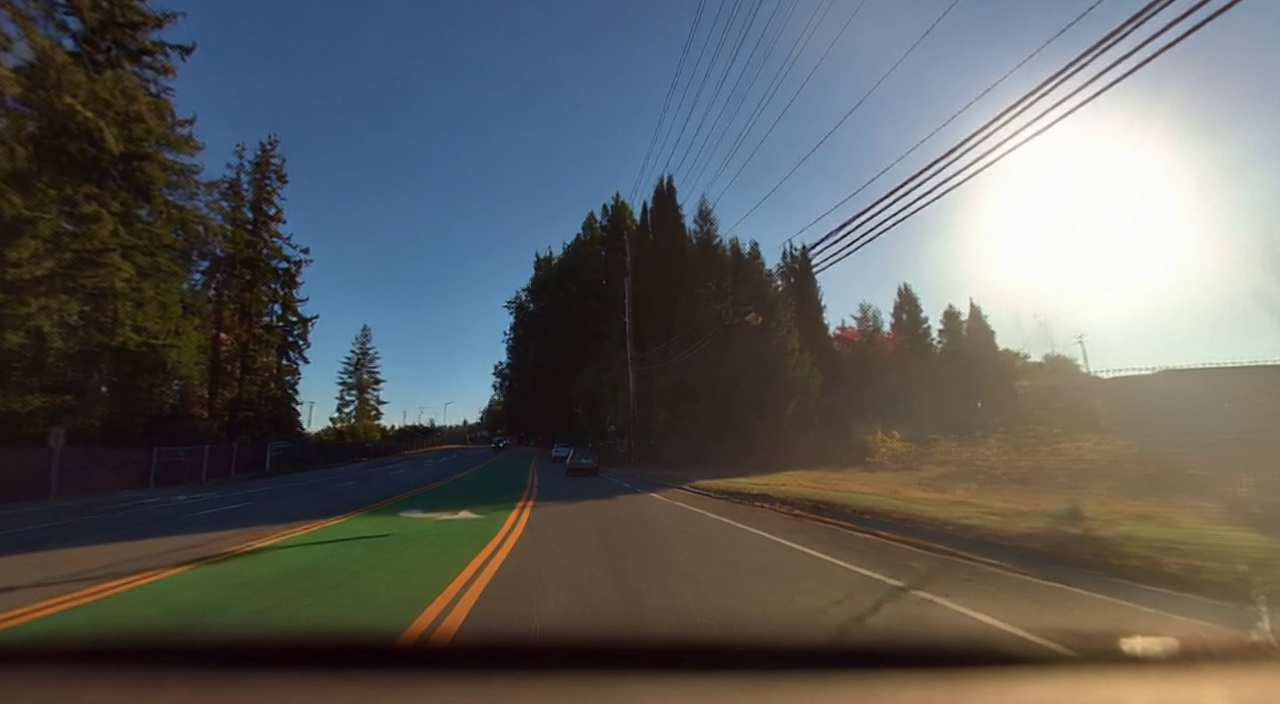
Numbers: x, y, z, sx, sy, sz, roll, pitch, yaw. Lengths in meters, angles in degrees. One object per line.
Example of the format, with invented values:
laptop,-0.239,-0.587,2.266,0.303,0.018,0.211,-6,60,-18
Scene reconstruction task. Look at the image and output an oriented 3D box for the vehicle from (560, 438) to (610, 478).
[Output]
vehicle,-2.798,5.154,31.048,2.140,1.767,4.720,1,-9,-9
